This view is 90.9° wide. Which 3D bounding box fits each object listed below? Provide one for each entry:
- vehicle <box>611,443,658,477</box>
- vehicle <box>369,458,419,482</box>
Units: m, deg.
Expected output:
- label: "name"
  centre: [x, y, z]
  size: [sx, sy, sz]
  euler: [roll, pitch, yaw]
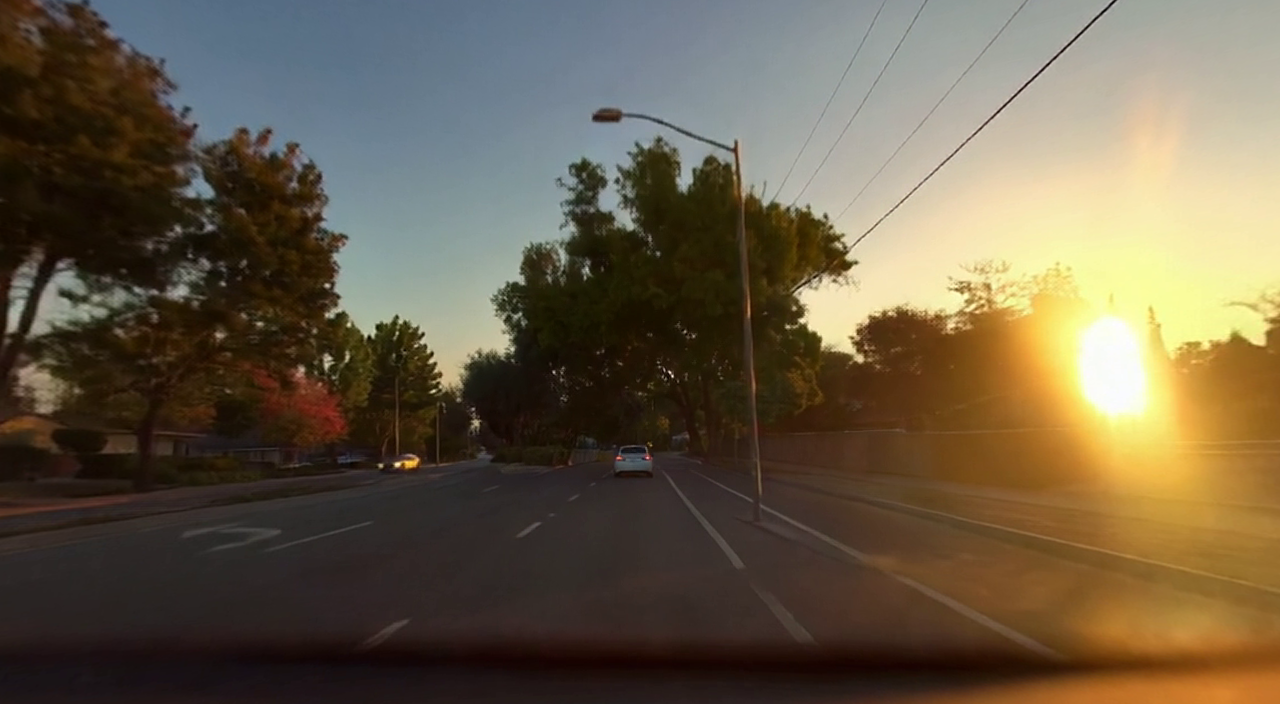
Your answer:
- label: "vehicle"
  centre: [-0.224, 4.947, 29.082]
  size: [2.009, 1.456, 4.003]
  euler: [0, -8, 1]
- label: "vehicle"
  centre: [-17.220, 8.255, 44.327]
  size: [1.824, 1.471, 4.117]
  euler: [0, -8, 0]
